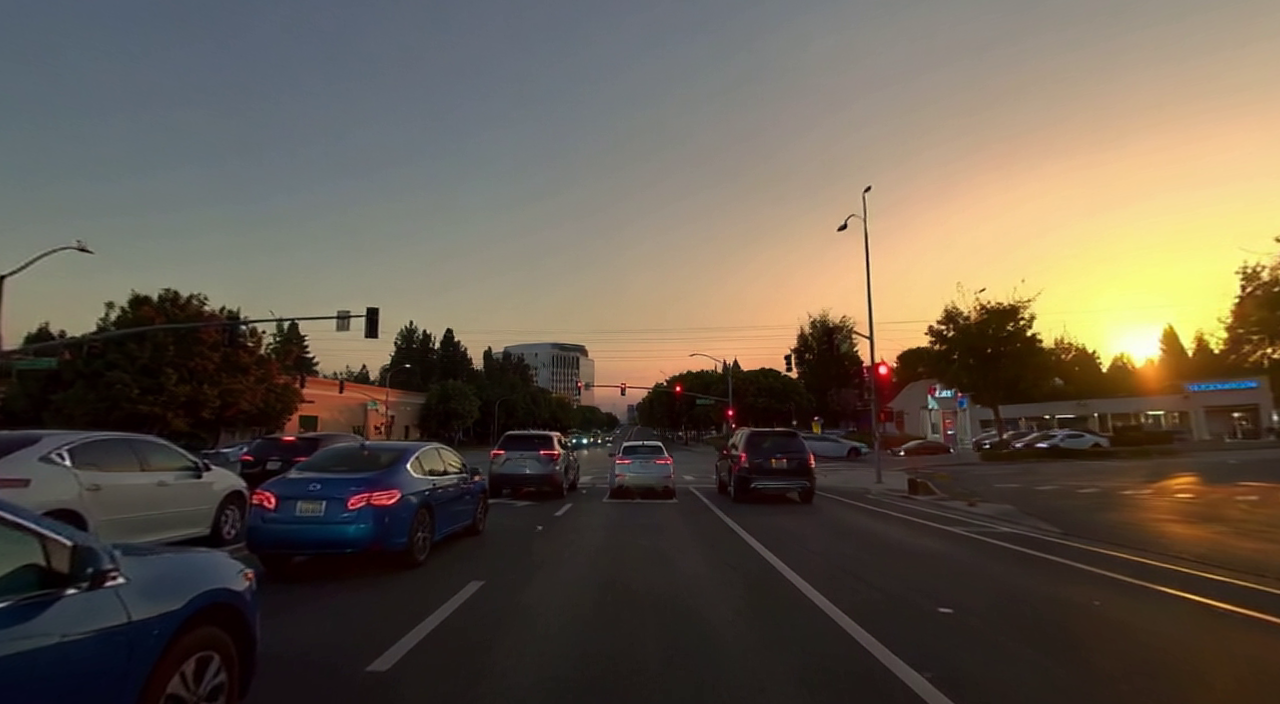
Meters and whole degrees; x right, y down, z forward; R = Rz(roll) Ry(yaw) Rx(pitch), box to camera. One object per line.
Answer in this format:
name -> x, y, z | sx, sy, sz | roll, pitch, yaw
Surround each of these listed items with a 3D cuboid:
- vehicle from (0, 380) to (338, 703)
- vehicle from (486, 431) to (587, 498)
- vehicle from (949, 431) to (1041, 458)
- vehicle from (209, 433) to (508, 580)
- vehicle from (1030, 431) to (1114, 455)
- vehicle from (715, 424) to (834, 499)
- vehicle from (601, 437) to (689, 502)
vehicle -> -3.077, 0.786, 1.471 | 2.249, 1.517, 4.951 | 0, -9, 1
vehicle -> -2.823, 3.197, 18.182 | 2.072, 1.694, 4.070 | 0, -9, 2
vehicle -> 23.336, 6.097, 41.496 | 4.781, 1.700, 1.986 | 0, -9, 1
vehicle -> -3.331, 1.911, 8.633 | 2.014, 1.472, 4.357 | 0, -9, 1
vehicle -> 30.582, 6.473, 44.681 | 4.432, 1.680, 1.932 | 0, -9, 2
vehicle -> 3.352, 2.856, 16.689 | 2.076, 1.691, 4.402 | 0, -9, -2
vehicle -> 0.142, 3.037, 16.655 | 2.032, 1.499, 3.994 | 0, -9, 1
